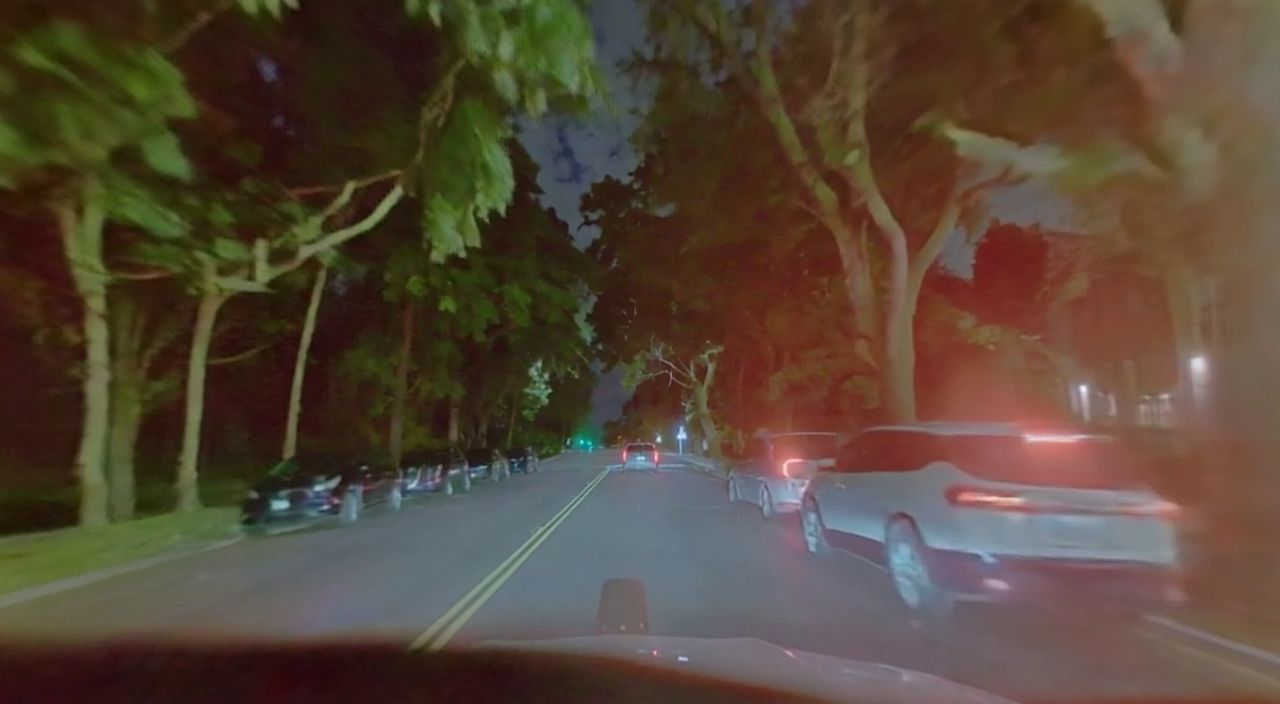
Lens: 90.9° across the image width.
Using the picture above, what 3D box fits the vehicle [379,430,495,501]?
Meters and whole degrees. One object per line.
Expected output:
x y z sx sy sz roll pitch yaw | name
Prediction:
-5.763 3.242 18.479 1.899 1.615 4.624 -6 -8 -2 | vehicle

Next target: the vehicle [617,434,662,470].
-0.036 5.175 32.872 2.172 1.722 4.201 0 -8 0 | vehicle

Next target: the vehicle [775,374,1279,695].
2.884 1.362 6.017 1.970 1.801 4.721 0 -8 -2 | vehicle

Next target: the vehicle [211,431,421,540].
-5.825 2.394 12.066 1.955 1.659 4.324 1 -8 -4 | vehicle
